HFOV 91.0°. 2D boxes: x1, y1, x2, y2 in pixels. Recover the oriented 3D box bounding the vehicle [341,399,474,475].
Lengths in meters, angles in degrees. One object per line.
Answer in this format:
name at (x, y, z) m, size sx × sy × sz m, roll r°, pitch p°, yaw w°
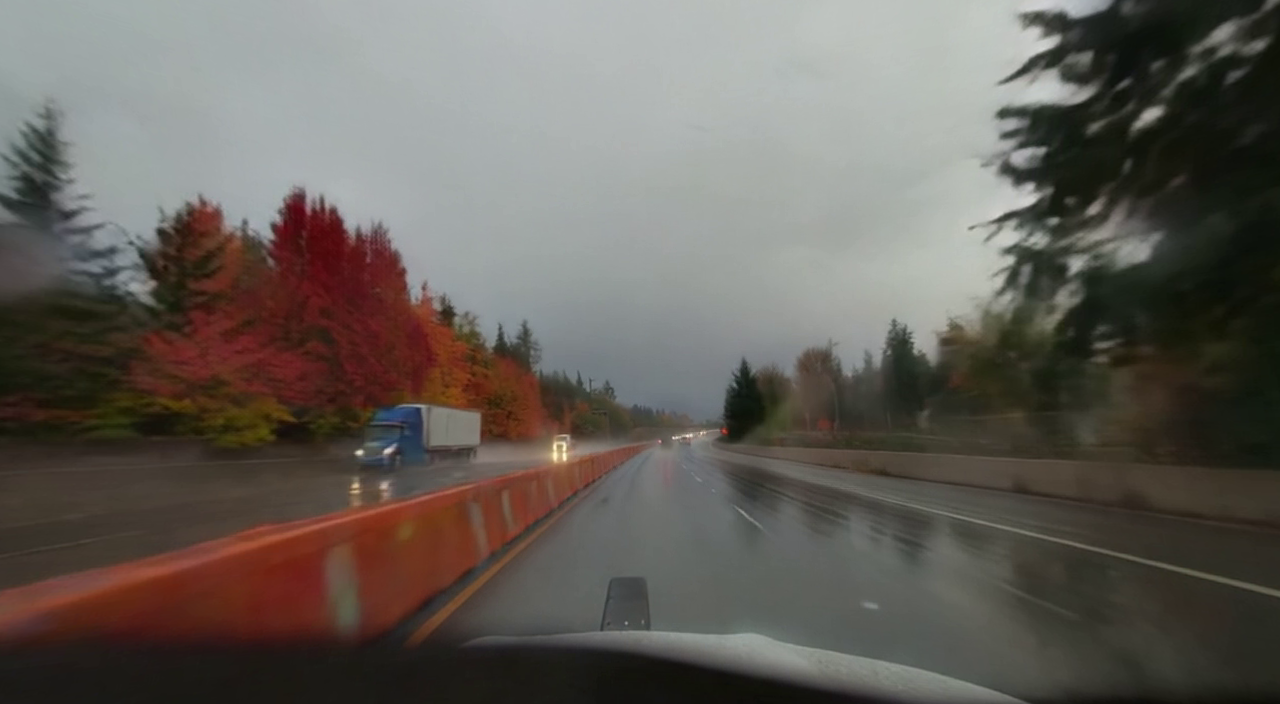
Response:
vehicle at (-14.435, 5.608, 41.076) m, size 3.100 × 4.065 × 13.948 m, roll 0°, pitch -8°, yaw 1°
